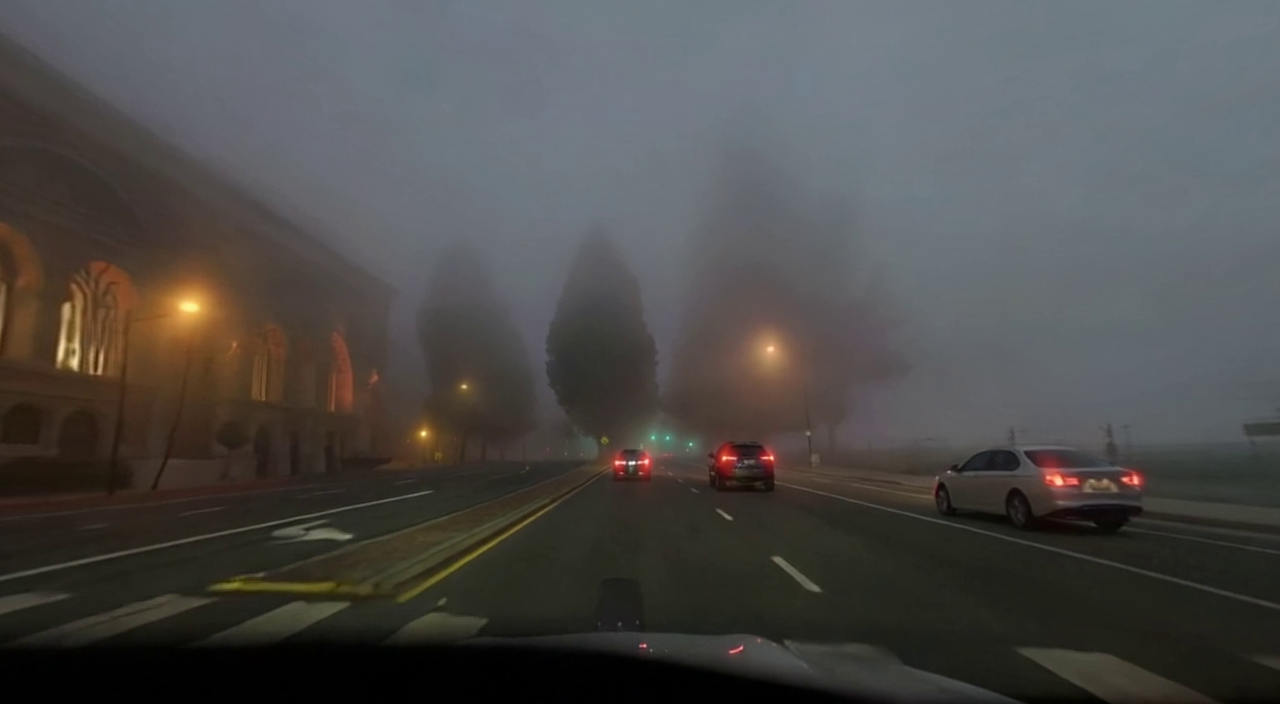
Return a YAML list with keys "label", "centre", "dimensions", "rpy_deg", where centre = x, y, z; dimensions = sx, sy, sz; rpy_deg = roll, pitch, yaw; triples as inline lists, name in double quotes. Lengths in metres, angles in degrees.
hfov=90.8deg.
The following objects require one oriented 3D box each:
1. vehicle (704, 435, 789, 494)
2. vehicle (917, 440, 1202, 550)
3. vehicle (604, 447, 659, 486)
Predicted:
- label: "vehicle"
  centre: [3.466, 3.757, 21.420]
  dimensions: [2.036, 1.757, 4.300]
  rpy_deg: [0, -9, -1]
- label: "vehicle"
  centre: [6.705, 2.279, 10.841]
  dimensions: [1.868, 1.472, 4.274]
  rpy_deg: [0, -9, -1]
- label: "vehicle"
  centre: [-0.348, 4.617, 25.921]
  dimensions: [2.054, 1.446, 3.969]
  rpy_deg: [0, -9, -1]
